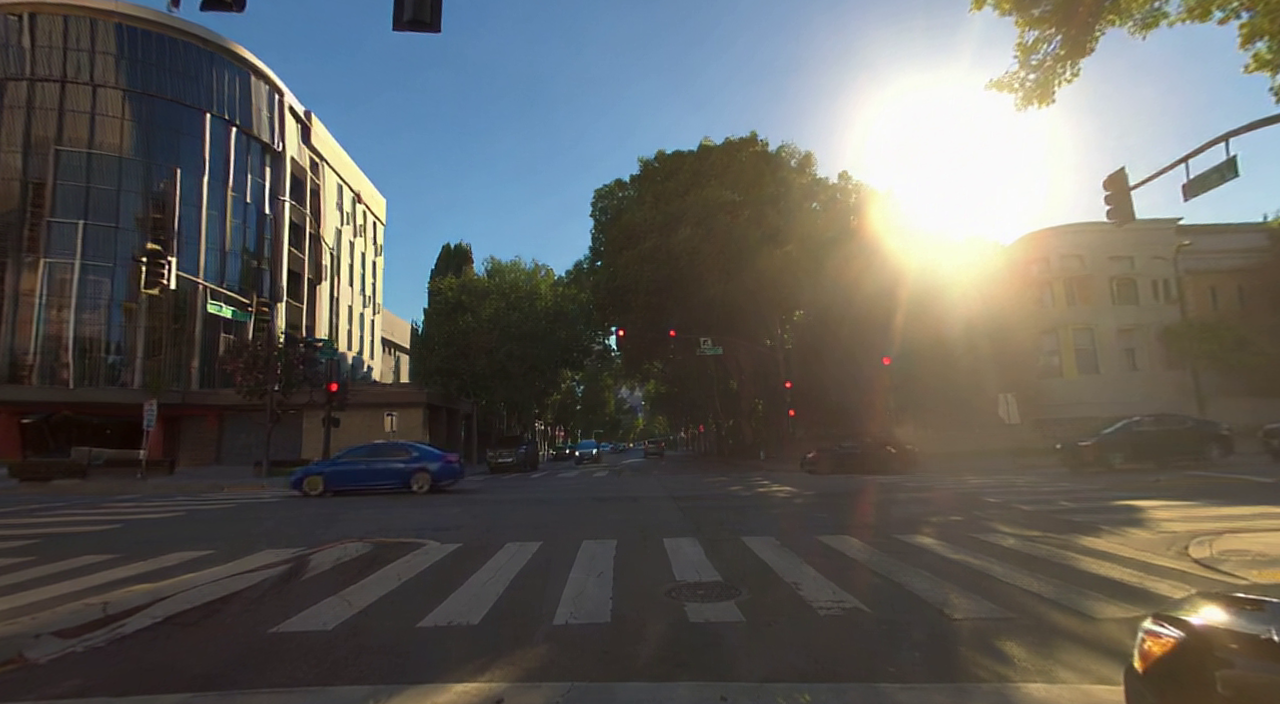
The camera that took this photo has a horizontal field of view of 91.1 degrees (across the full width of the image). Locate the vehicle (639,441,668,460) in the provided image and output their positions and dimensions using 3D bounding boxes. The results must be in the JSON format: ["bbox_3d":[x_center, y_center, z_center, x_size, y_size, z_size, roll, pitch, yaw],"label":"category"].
[{"bbox_3d":[1.033,7.757,49.657,2.031,1.442,4.446,0,-8,-2],"label":"vehicle"}]

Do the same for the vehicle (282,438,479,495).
[{"bbox_3d":[-7.030,3.129,17.391,4.613,1.443,1.883,0,-8,0],"label":"vehicle"}]

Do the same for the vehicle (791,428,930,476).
[{"bbox_3d":[8.239,3.744,23.548,4.551,1.625,2.053,-5,-10,29],"label":"vehicle"}]

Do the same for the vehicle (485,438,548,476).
[{"bbox_3d":[-5.945,5.102,30.752,2.115,1.690,4.322,0,-8,1],"label":"vehicle"}]

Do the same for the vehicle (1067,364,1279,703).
[{"bbox_3d":[2.889,0.675,0.838,1.947,1.576,3.825,0,-8,1],"label":"vehicle"}]
